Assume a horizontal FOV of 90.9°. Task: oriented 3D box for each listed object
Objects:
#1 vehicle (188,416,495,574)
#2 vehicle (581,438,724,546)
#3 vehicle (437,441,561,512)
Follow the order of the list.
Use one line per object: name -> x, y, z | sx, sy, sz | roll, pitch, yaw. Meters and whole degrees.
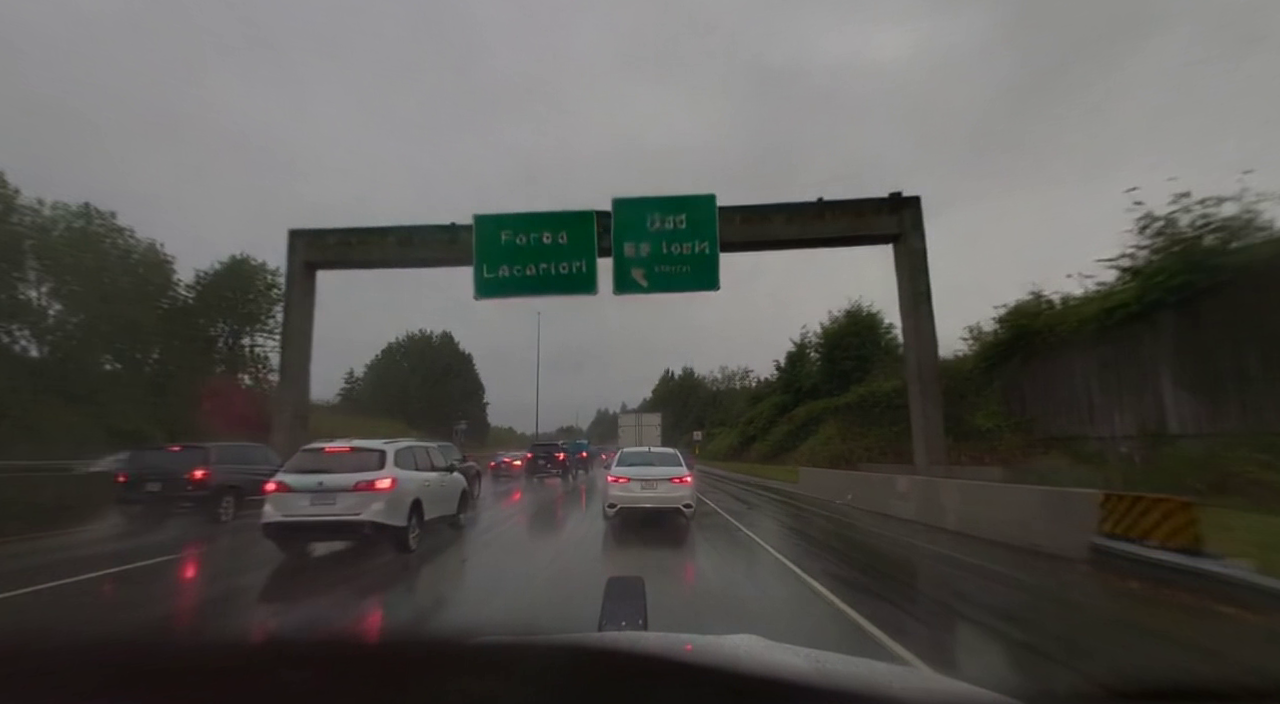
vehicle -> -3.635, 1.844, 8.830 | 2.165, 1.638, 4.317 | 0, -9, 0
vehicle -> 0.165, 2.231, 10.562 | 1.995, 1.495, 3.380 | 0, -9, 0
vehicle -> -3.286, 3.007, 15.653 | 1.980, 1.491, 4.340 | 0, -9, 1
